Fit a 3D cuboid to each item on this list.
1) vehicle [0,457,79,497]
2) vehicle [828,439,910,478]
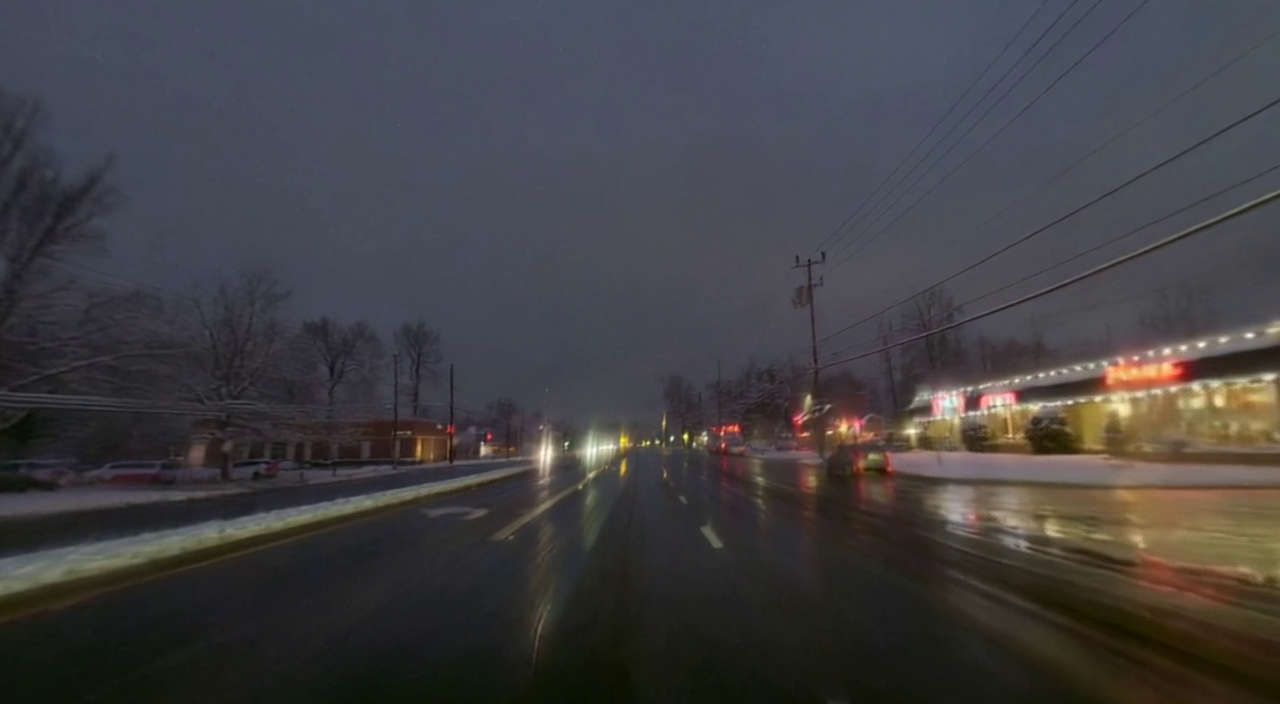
[{"bbox_3d":[-34.849,7.175,36.204,2.341,2.080,5.408,3,-11,-23],"label":"vehicle"},{"bbox_3d":[10.136,4.728,28.361,1.886,1.556,4.513,0,-8,-2],"label":"vehicle"}]
